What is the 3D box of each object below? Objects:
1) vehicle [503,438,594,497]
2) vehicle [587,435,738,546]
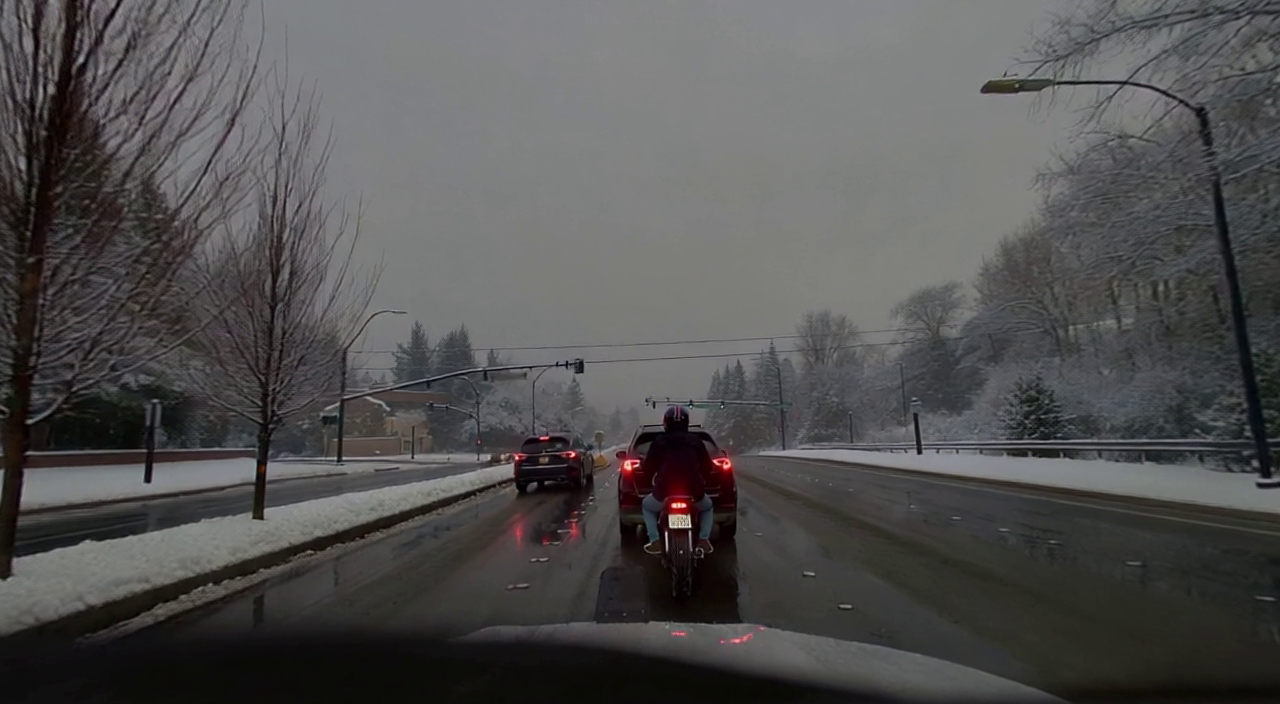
[{"bbox_3d":[-2.544,3.297,18.444,1.979,1.499,3.840,-1,-8,2],"label":"vehicle"},{"bbox_3d":[0.330,2.184,10.754,2.009,1.450,4.608,-1,-8,1],"label":"vehicle"}]
